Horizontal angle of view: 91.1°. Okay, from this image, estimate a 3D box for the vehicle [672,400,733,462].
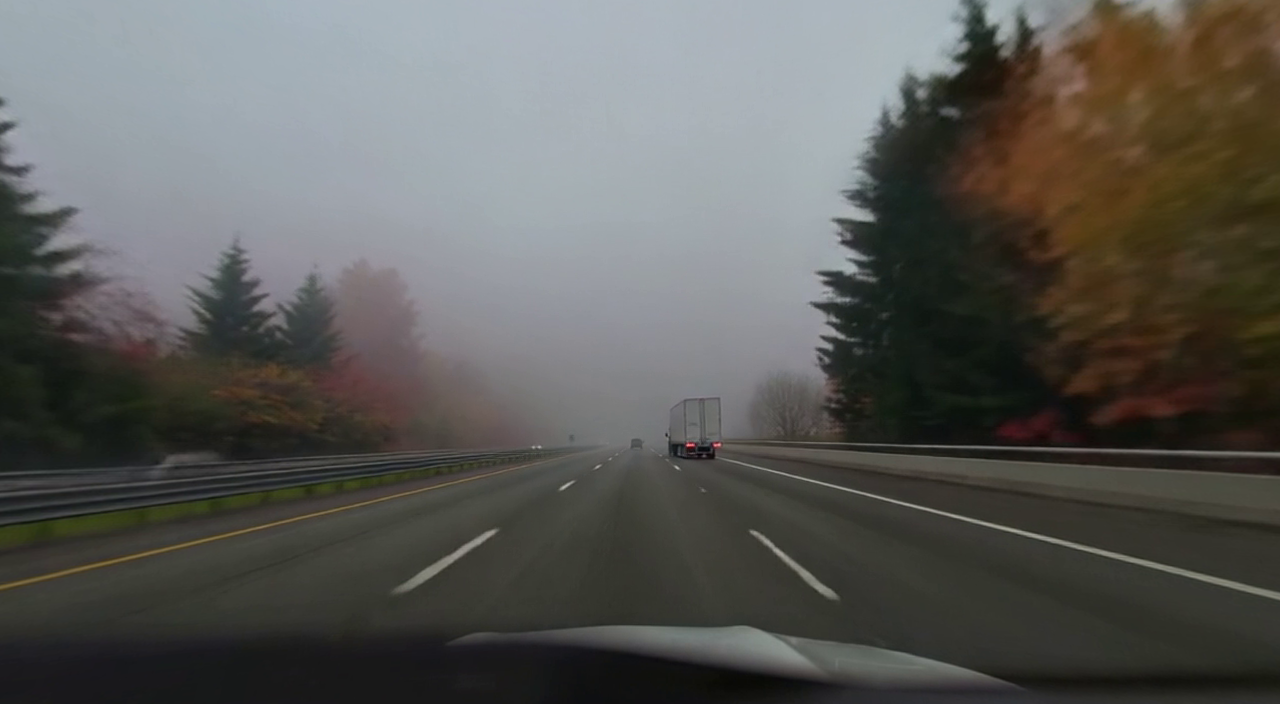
[{"bbox_3d":[4.174,5.615,44.253,3.348,3.847,8.908,0,-8,0],"label":"vehicle"}]

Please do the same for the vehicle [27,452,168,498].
[{"bbox_3d":[-20.427,4.618,23.904,1.785,1.490,4.013,0,-8,-1],"label":"vehicle"}]
